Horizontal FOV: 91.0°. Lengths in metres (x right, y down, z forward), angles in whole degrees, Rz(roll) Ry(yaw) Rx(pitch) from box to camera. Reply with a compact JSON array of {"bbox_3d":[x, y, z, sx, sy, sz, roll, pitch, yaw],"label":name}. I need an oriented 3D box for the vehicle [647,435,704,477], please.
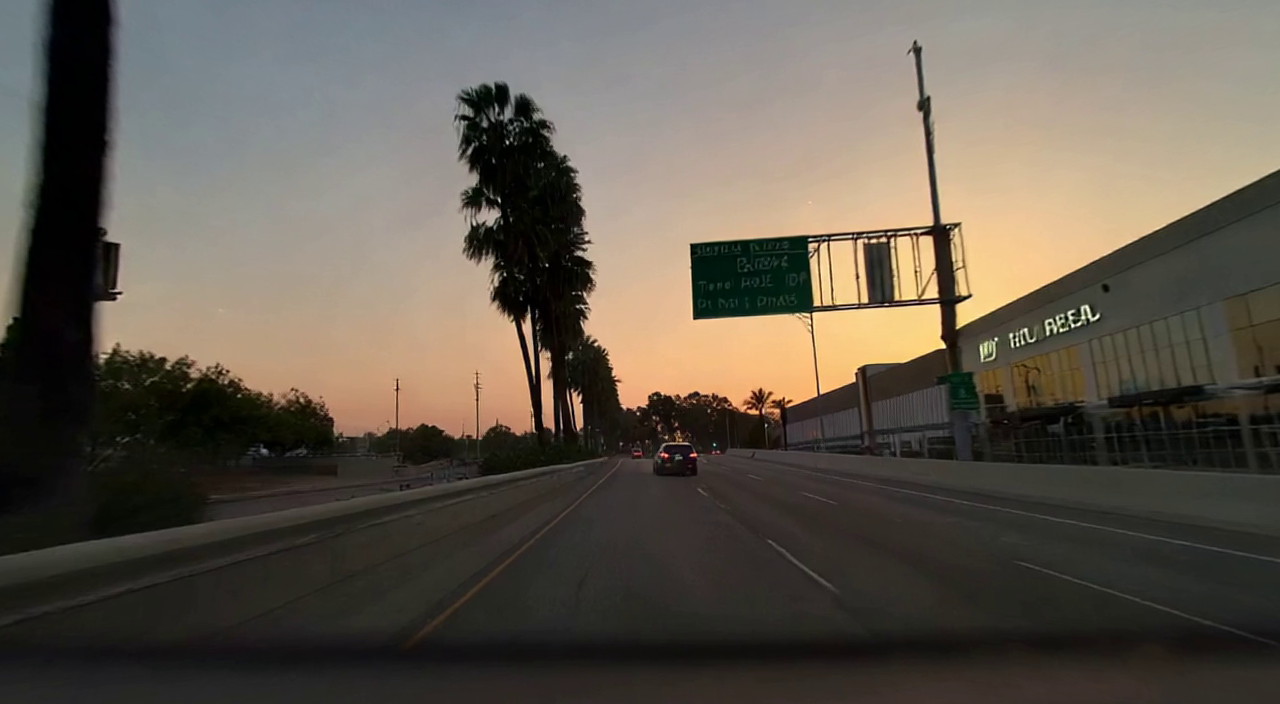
[{"bbox_3d":[1.494,4.669,28.328,2.089,1.718,4.193,0,-9,-3],"label":"vehicle"}]
